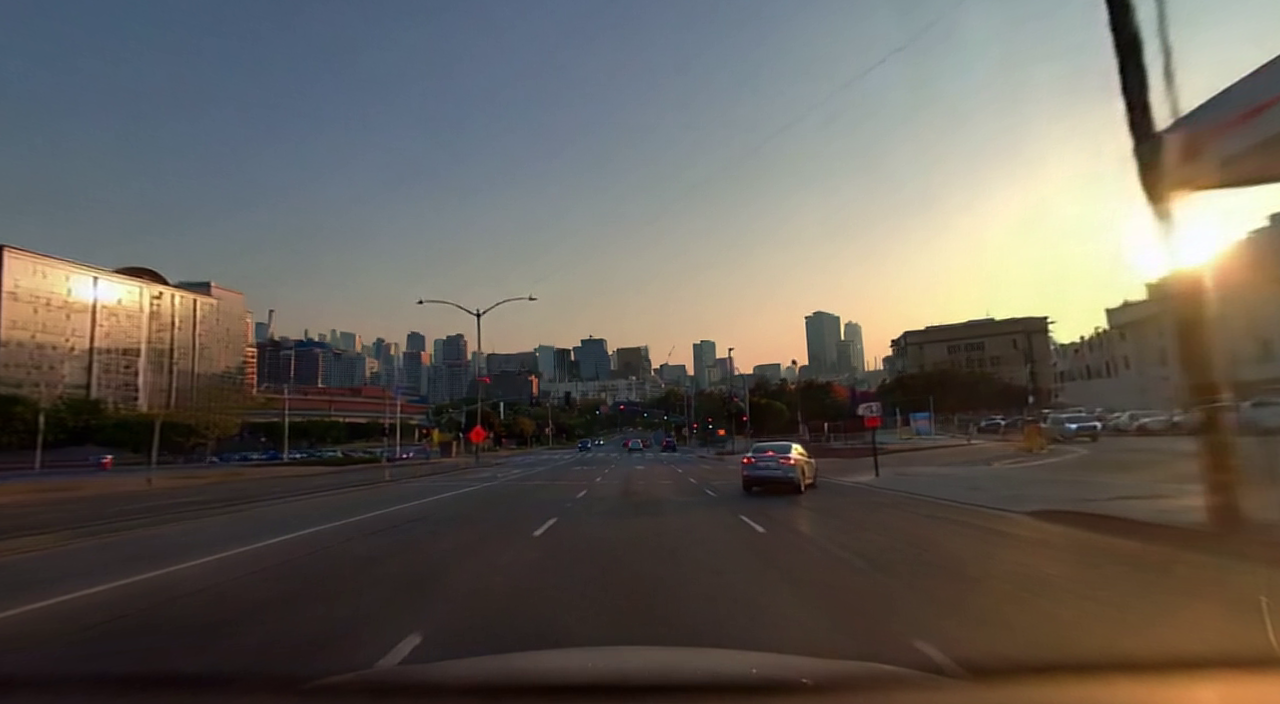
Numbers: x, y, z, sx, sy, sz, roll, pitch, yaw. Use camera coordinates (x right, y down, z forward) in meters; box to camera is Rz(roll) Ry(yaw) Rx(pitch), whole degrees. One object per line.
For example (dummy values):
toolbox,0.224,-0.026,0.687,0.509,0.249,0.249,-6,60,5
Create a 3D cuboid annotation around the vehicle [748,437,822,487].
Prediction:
vehicle,4.785,3.668,21.488,2.113,1.470,4.867,-2,-8,9
